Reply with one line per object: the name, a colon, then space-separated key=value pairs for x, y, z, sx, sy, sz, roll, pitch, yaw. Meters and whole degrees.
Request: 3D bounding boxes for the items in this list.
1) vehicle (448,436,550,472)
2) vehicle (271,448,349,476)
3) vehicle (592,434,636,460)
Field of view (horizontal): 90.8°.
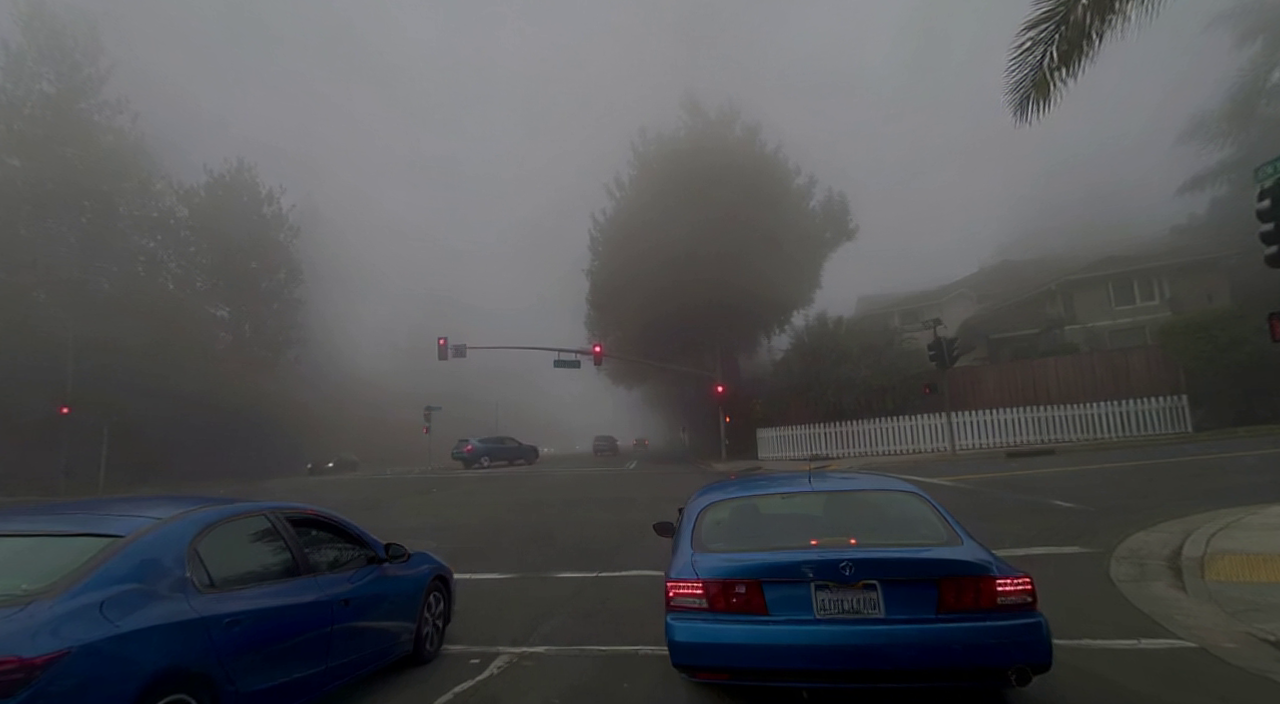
vehicle: x=-6.666 y=4.875 z=30.381 sx=2.083 sy=1.541 sz=4.777 roll=-5 pitch=-10 yaw=29
vehicle: x=-20.002 y=6.662 z=38.547 sx=2.084 sy=1.528 sz=4.778 roll=-1 pitch=-9 yaw=2
vehicle: x=-1.857 y=7.105 z=47.141 sx=2.393 sy=1.775 sz=5.204 roll=-1 pitch=-9 yaw=7
